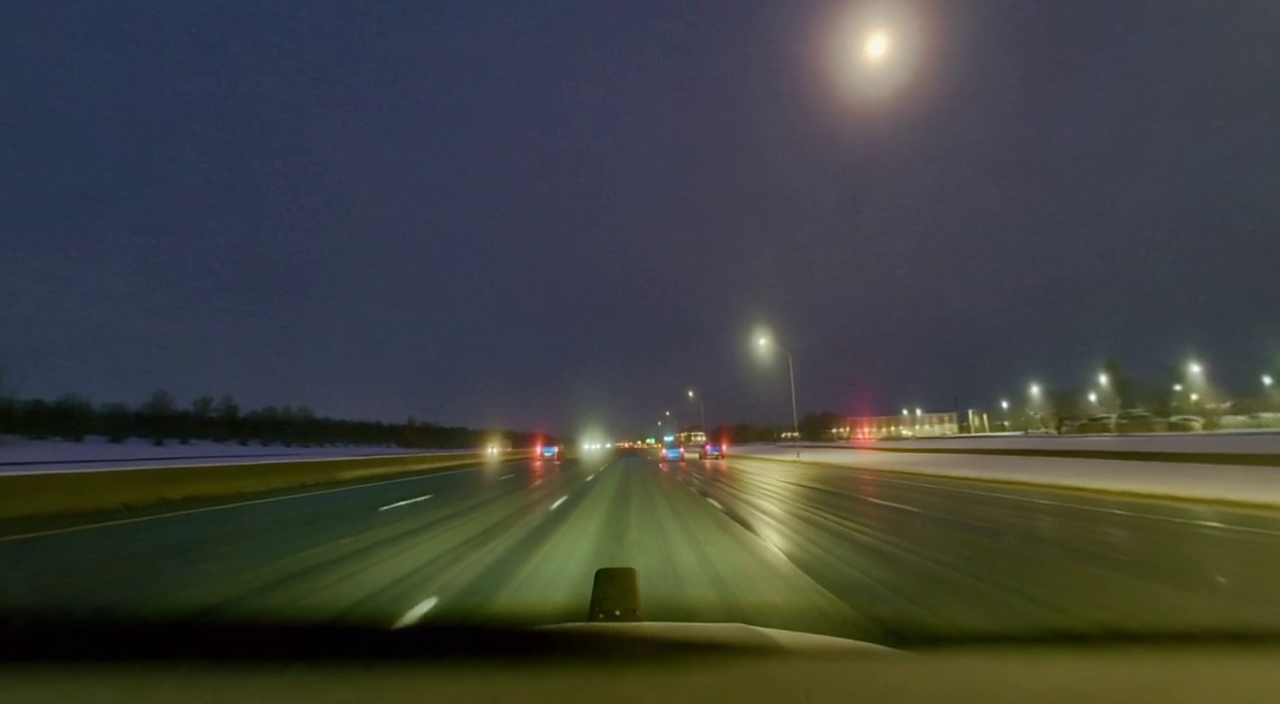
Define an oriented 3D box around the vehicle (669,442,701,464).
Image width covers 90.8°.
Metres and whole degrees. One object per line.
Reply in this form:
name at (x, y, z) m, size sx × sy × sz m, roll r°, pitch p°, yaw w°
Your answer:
vehicle at (3.223, 7.366, 46.067) m, size 2.000 × 1.533 × 3.770 m, roll 0°, pitch -8°, yaw -1°
